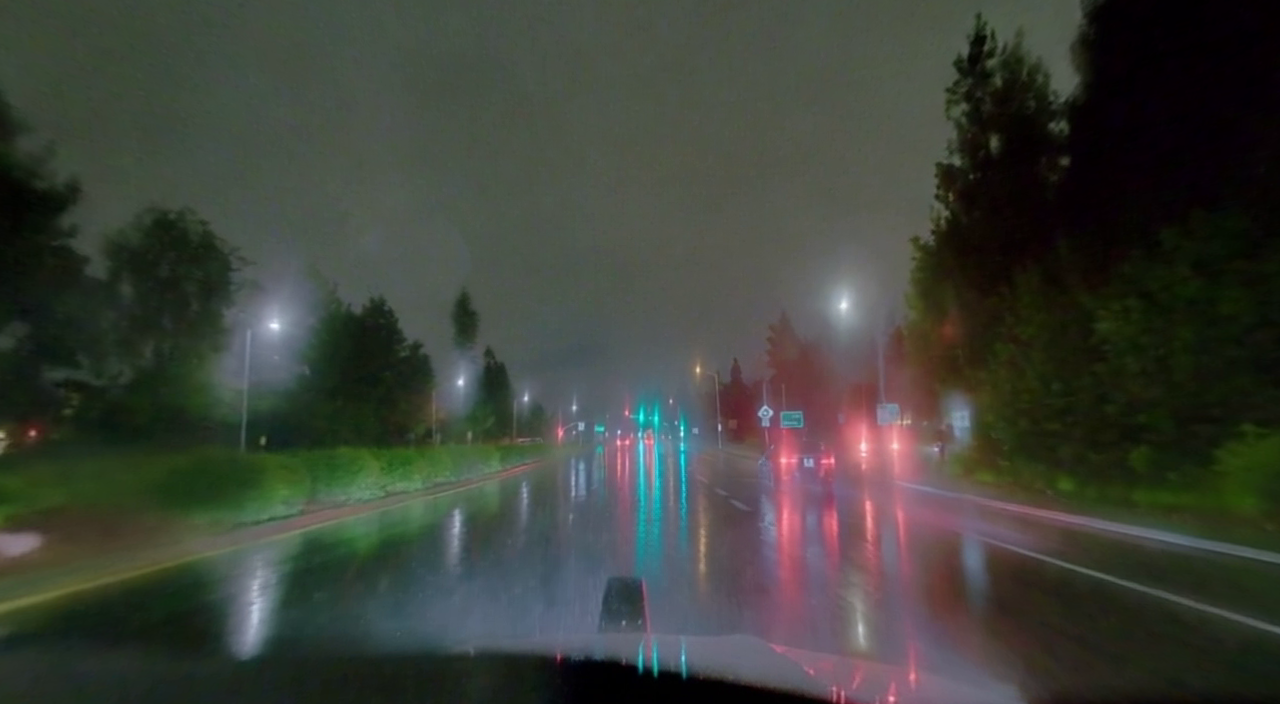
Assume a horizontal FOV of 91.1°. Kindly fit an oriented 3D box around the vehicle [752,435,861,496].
[{"bbox_3d":[4.647,3.230,18.221,1.913,1.516,4.322,0,-9,-1],"label":"vehicle"}]
